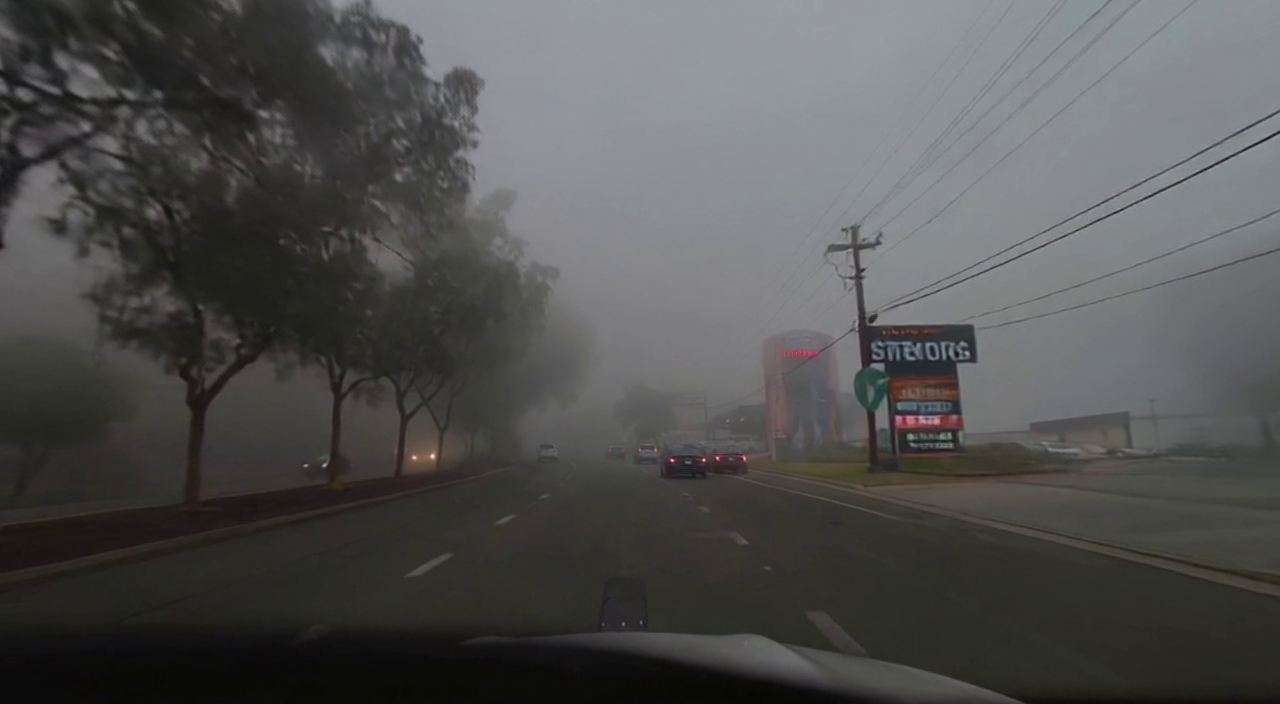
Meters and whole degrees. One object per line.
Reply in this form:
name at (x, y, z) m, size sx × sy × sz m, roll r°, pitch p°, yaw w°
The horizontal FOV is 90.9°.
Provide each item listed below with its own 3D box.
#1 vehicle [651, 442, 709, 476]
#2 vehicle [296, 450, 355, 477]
vehicle at (1.787, 4.950, 29.457) m, size 2.130 × 1.476 × 4.453 m, roll 1°, pitch -9°, yaw -4°
vehicle at (-21.565, 7.640, 43.508) m, size 2.005 × 1.713 × 4.648 m, roll 1°, pitch -8°, yaw -5°
